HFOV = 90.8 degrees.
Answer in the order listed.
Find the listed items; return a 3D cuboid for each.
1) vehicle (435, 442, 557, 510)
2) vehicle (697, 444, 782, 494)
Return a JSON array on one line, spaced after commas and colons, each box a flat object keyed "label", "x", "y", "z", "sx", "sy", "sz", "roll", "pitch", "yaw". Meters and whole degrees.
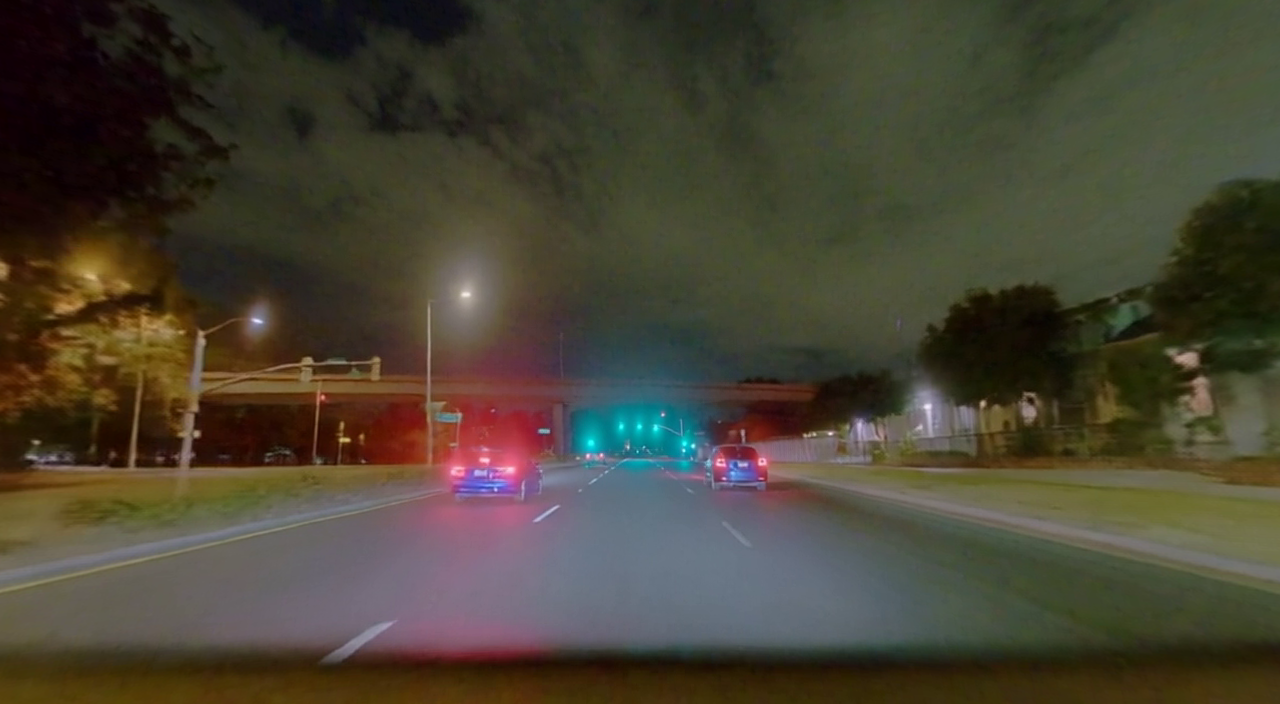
[{"label": "vehicle", "x": -3.511, "y": 3.107, "z": 16.366, "sx": 2.060, "sy": 1.484, "sz": 4.417, "roll": 0, "pitch": -9, "yaw": 1}, {"label": "vehicle", "x": 3.216, "y": 3.881, "z": 21.334, "sx": 2.068, "sy": 1.497, "sz": 4.247, "roll": 0, "pitch": -9, "yaw": -1}]
